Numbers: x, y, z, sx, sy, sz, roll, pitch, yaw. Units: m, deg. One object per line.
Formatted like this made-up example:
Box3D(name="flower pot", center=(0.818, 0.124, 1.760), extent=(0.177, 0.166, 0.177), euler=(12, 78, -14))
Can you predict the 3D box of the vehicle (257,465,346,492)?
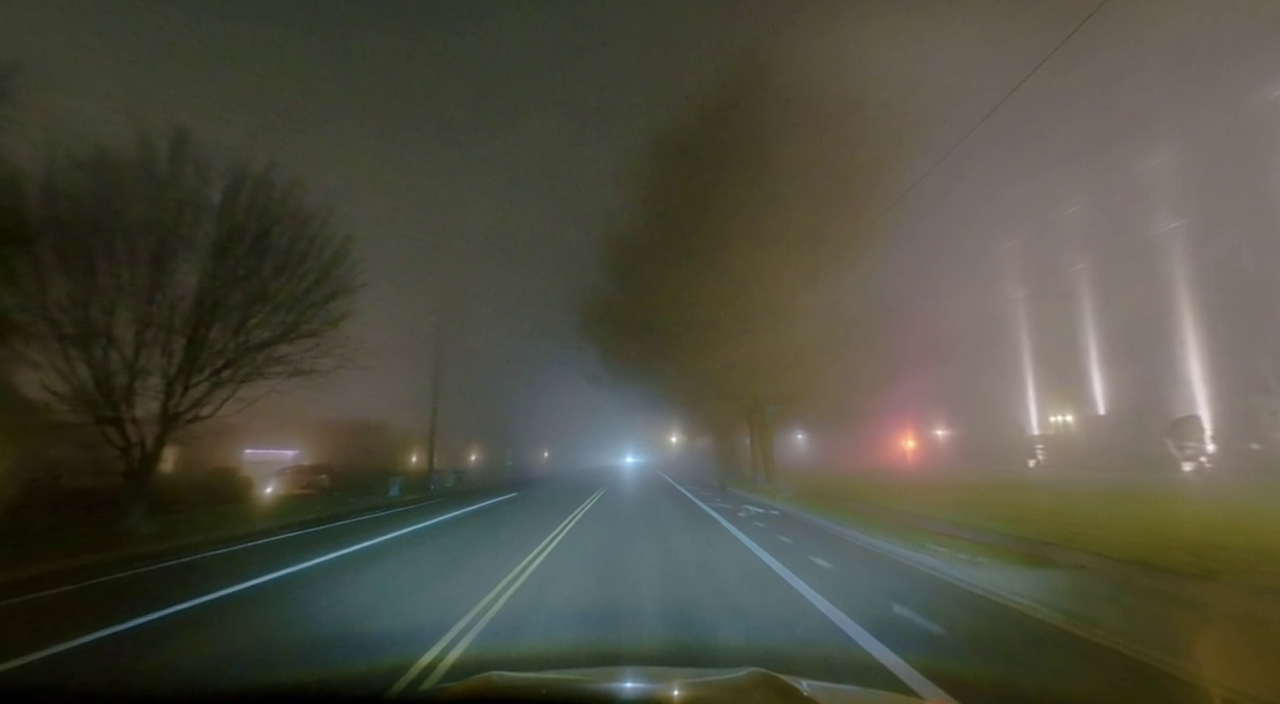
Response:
Box3D(name="vehicle", center=(-19.305, 7.193, 36.122), extent=(4.173, 1.423, 1.657), euler=(0, -9, 3))
